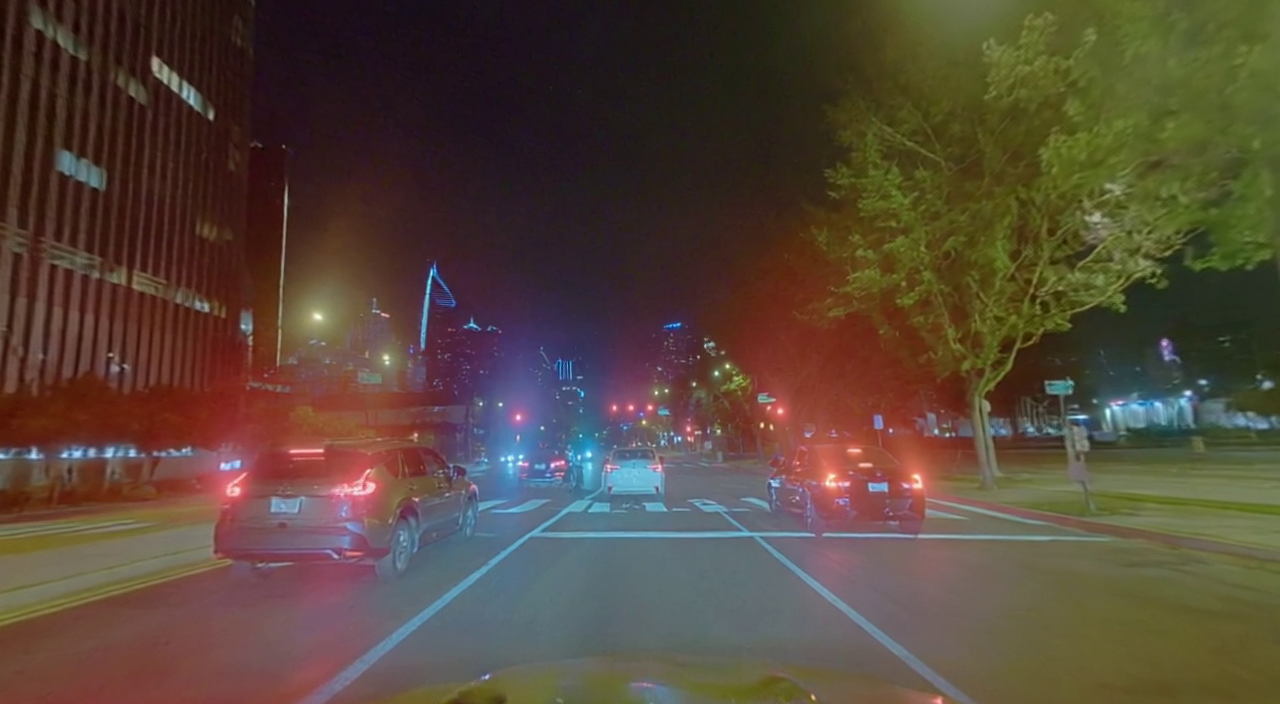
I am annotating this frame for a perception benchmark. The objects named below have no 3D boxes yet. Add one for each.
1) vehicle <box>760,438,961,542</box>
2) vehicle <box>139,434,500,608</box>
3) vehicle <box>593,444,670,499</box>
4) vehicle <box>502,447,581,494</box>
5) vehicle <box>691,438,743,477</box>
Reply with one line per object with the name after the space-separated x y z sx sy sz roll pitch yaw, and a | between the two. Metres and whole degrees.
3.655 2.347 11.484 1.990 1.486 4.431 0 -8 -1 | vehicle
-3.274 1.791 7.710 2.038 1.481 4.379 0 -8 1 | vehicle
-0.248 3.607 19.434 2.101 1.480 3.929 0 -8 0 | vehicle
-3.321 4.064 22.093 2.002 1.465 4.098 -1 -8 2 | vehicle
4.187 5.832 35.155 2.142 1.957 5.443 0 -8 -1 | vehicle
